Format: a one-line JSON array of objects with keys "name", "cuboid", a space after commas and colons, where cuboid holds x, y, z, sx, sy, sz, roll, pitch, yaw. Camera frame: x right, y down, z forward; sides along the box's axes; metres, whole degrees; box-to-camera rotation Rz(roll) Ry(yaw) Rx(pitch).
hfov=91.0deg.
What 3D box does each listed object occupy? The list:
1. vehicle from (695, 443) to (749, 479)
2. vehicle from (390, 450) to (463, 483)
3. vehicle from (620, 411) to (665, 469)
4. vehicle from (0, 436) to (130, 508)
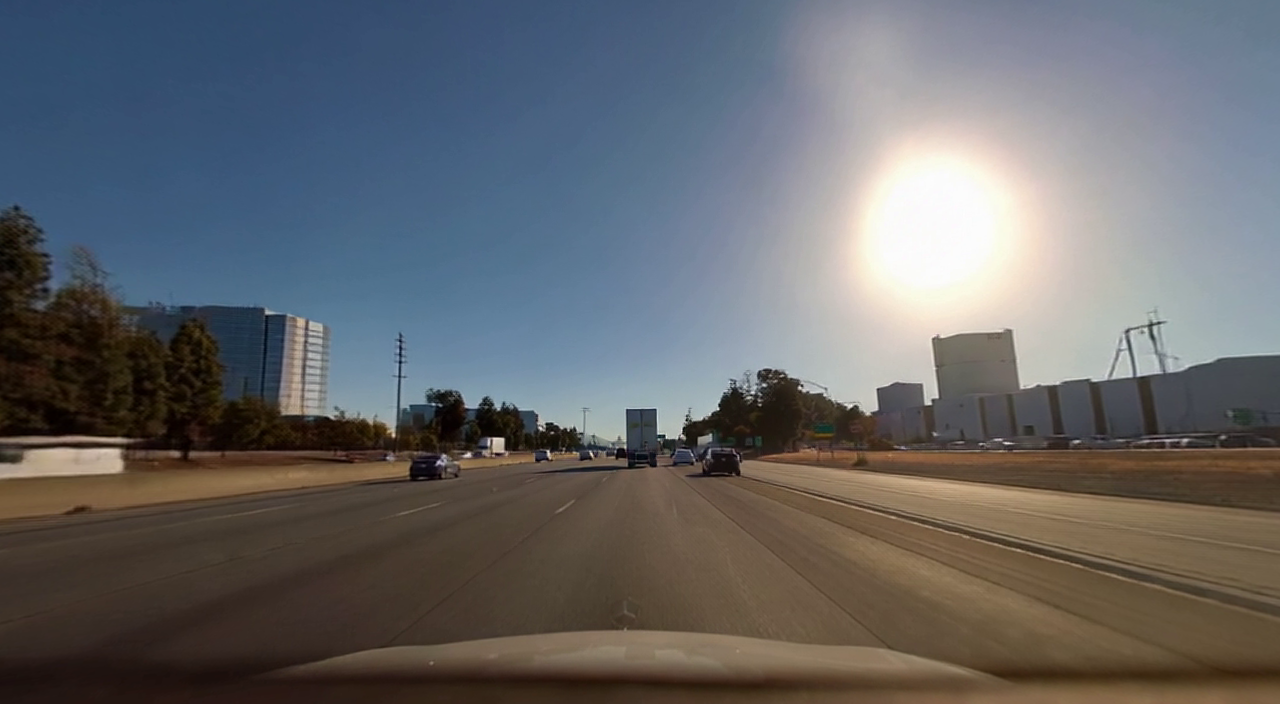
[{"name": "vehicle", "cuboid": [4.080, 5.506, 32.022, 2.107, 1.707, 4.445, 0, -9, 0]}, {"name": "vehicle", "cuboid": [-10.617, 5.695, 31.644, 2.015, 1.521, 4.550, 0, -9, 1]}, {"name": "vehicle", "cuboid": [0.342, 6.791, 48.286, 3.012, 3.928, 10.262, 0, -9, 2]}, {"name": "vehicle", "cuboid": [-17.065, 3.247, 17.332, 2.130, 1.783, 4.698, 0, -9, -2]}]
